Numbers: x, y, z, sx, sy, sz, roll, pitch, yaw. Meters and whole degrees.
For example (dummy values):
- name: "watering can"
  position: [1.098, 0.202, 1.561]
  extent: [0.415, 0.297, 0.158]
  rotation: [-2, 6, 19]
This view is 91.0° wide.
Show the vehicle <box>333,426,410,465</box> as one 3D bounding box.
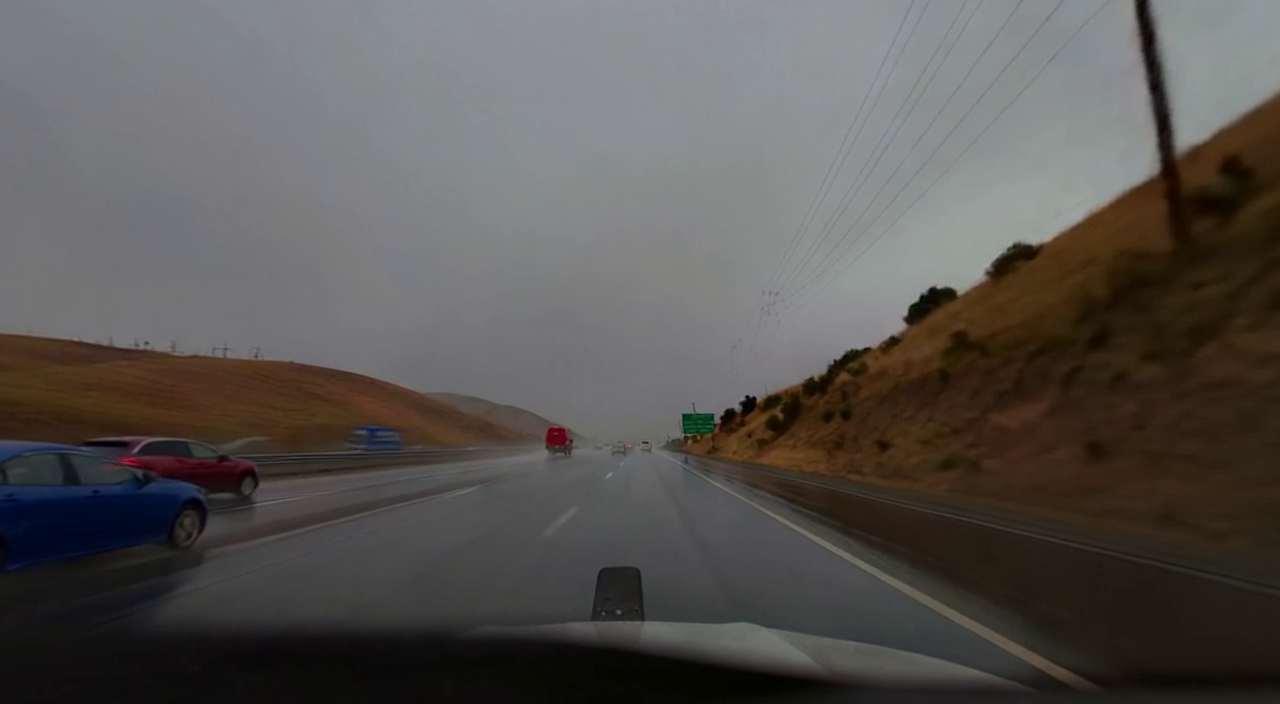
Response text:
- name: "vehicle"
  position: [-17.187, 6.074, 40.781]
  extent: [2.331, 2.289, 5.787]
  rotation: [0, -9, 1]

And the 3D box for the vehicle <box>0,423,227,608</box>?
- name: "vehicle"
  position: [-6.100, 1.350, 5.352]
  extent: [1.955, 1.469, 4.554]
  rotation: [0, -9, 2]
